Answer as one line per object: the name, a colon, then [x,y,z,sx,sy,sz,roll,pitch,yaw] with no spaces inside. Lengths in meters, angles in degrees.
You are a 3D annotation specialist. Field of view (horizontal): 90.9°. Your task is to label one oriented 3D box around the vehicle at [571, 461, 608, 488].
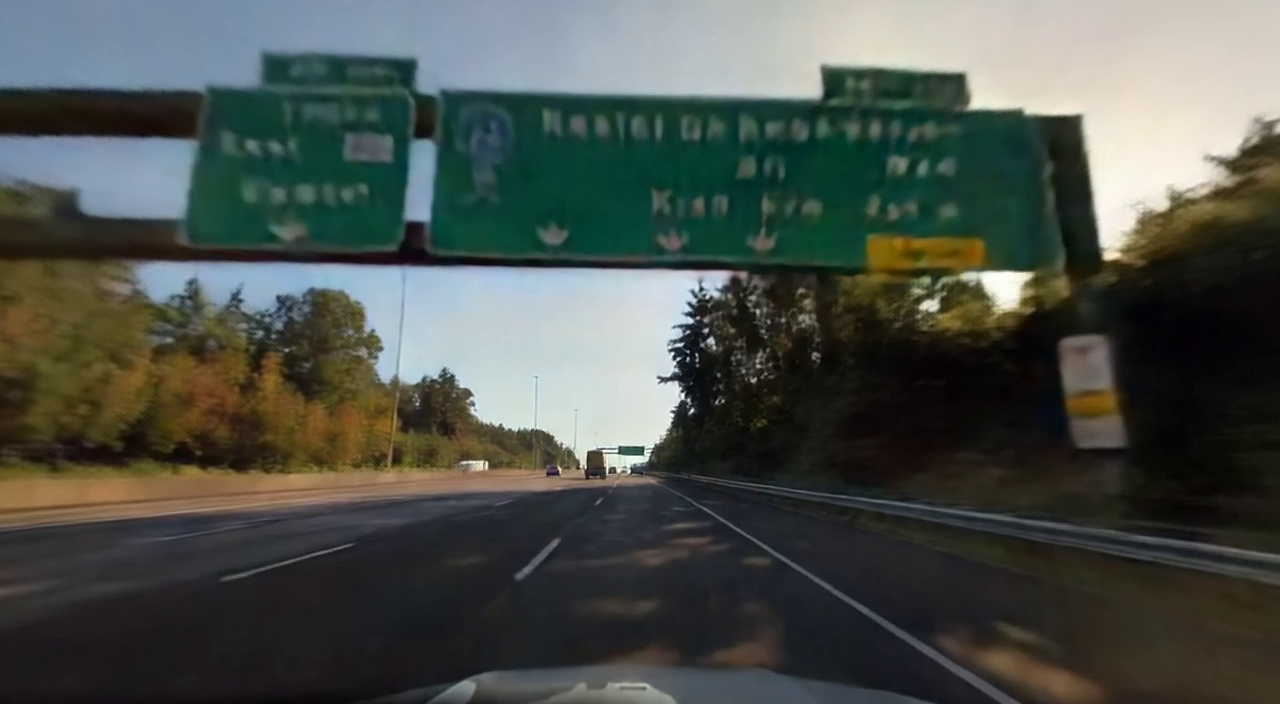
vehicle: [-3.287,8.058,41.641,2.092,1.642,3.895,1,-11,-1]
